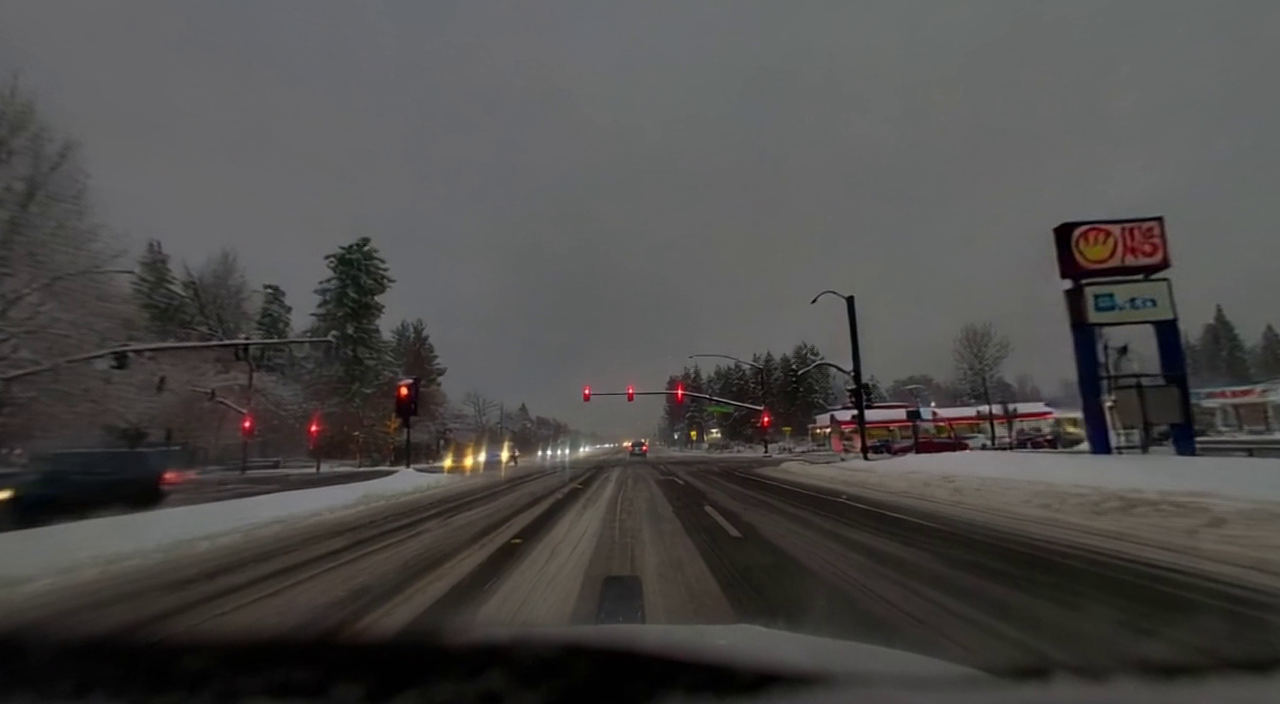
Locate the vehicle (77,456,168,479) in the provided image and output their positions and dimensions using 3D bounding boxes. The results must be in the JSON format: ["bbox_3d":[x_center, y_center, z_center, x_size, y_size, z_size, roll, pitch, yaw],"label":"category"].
[{"bbox_3d":[-39.534,8.819,48.394,4.941,1.654,1.967,2,-9,-13],"label":"vehicle"}]

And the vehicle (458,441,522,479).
[{"bbox_3d":[-6.667,4.837,28.574,1.898,1.539,4.314,0,-8,-1],"label":"vehicle"}]
